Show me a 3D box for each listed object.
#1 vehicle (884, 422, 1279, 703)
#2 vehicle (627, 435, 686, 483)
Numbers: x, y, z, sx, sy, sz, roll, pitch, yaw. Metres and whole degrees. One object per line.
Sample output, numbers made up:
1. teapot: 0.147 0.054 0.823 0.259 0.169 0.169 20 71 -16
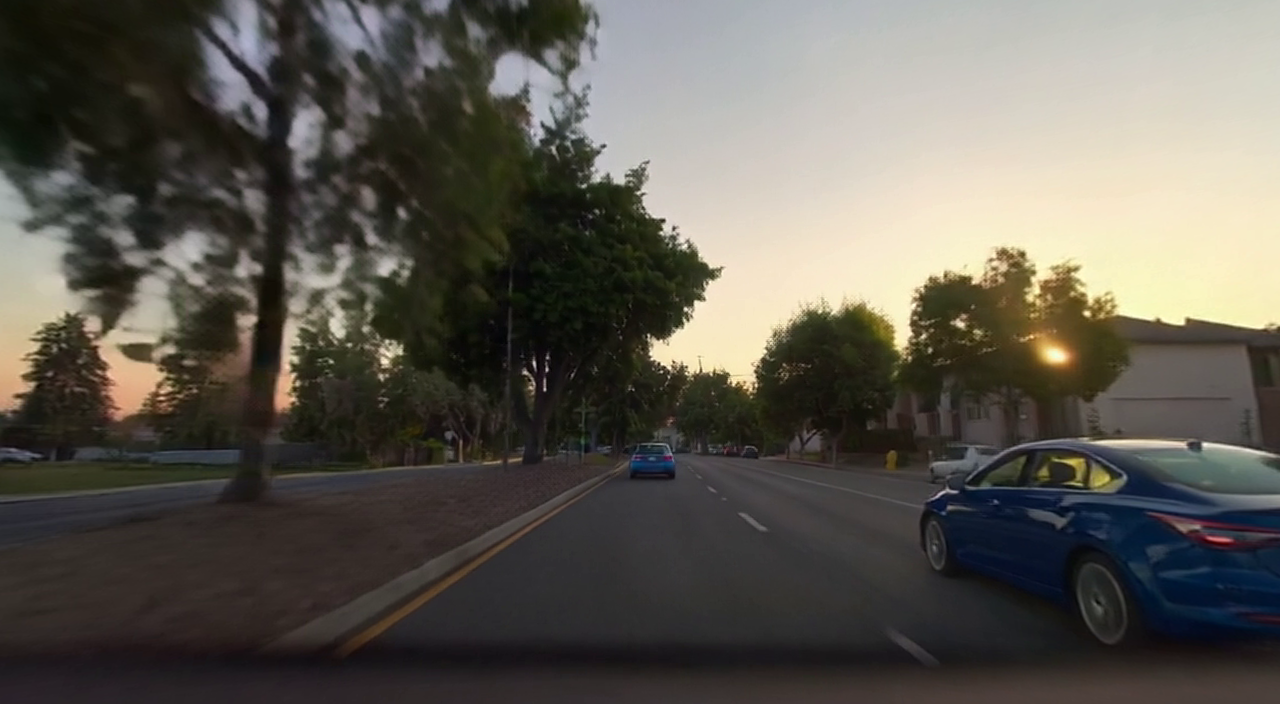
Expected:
1. vehicle: 3.871 1.372 5.218 1.918 1.418 4.360 0 -8 -1
2. vehicle: 0.552 4.102 24.494 2.085 1.693 4.301 0 -8 0
